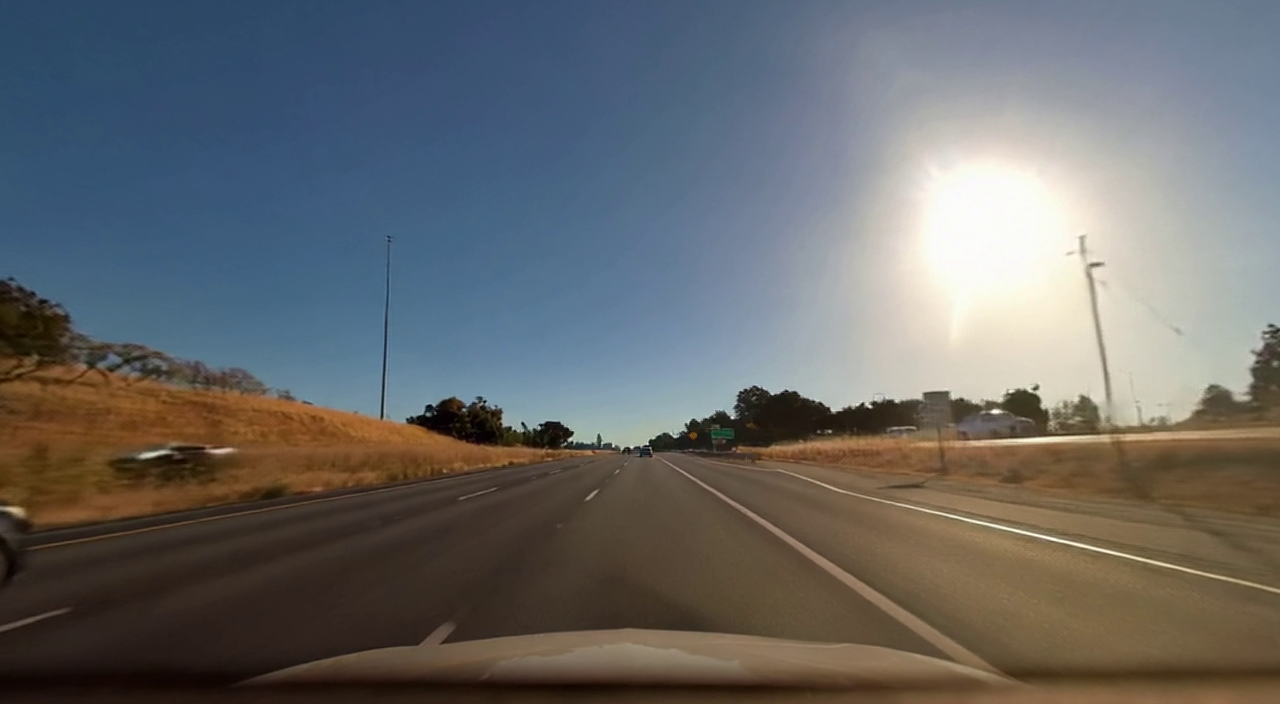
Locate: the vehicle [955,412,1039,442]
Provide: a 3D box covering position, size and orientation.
[{"bbox_3d":[23.543,5.034,41.950,2.268,1.833,5.691,0,-8,0],"label":"vehicle"}]
